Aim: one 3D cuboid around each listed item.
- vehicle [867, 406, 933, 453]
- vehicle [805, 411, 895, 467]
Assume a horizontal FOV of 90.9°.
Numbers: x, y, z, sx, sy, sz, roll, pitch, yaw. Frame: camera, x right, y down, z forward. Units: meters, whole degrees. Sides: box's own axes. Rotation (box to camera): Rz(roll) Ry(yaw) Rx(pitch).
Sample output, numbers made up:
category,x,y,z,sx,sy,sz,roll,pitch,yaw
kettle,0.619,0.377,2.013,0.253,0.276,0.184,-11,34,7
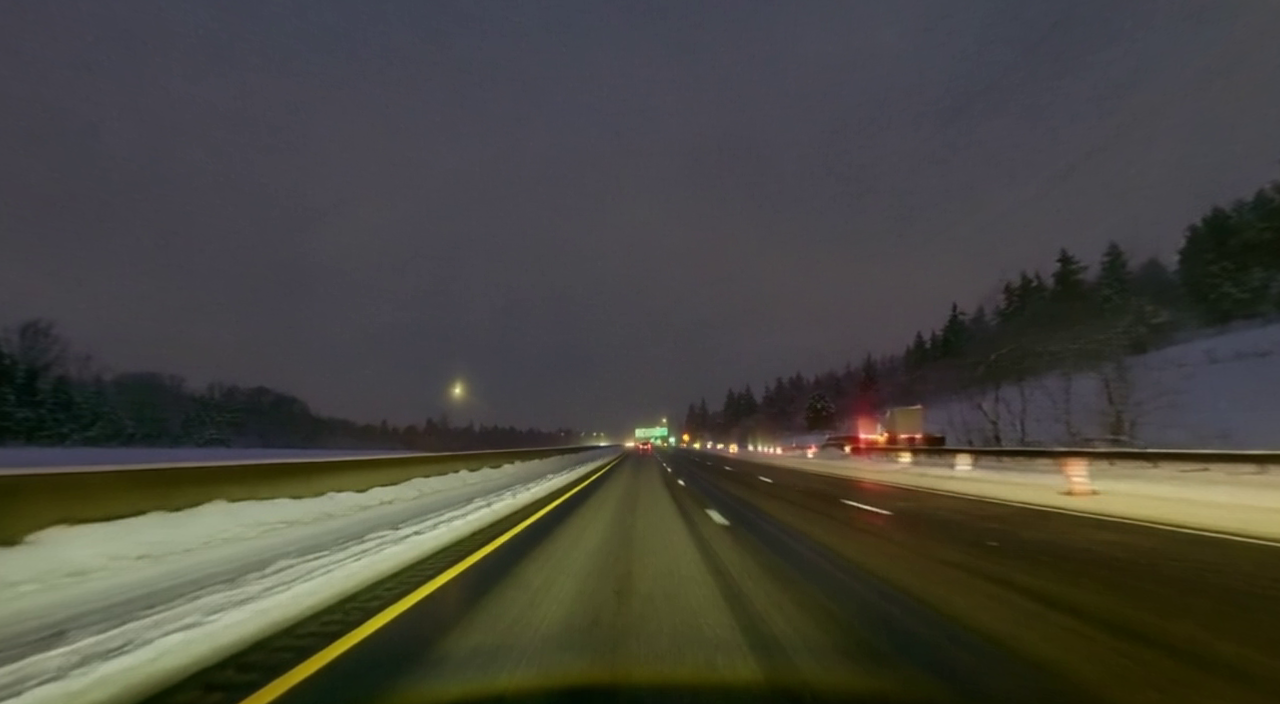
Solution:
category,x,y,z,sx,sy,sz,roll,pitch,yaw
vehicle,16.995,5.136,41.484,1.924,2.767,4.707,-3,-8,-3
vehicle,13.250,5.640,40.629,2.905,3.106,7.417,-3,-8,-2
